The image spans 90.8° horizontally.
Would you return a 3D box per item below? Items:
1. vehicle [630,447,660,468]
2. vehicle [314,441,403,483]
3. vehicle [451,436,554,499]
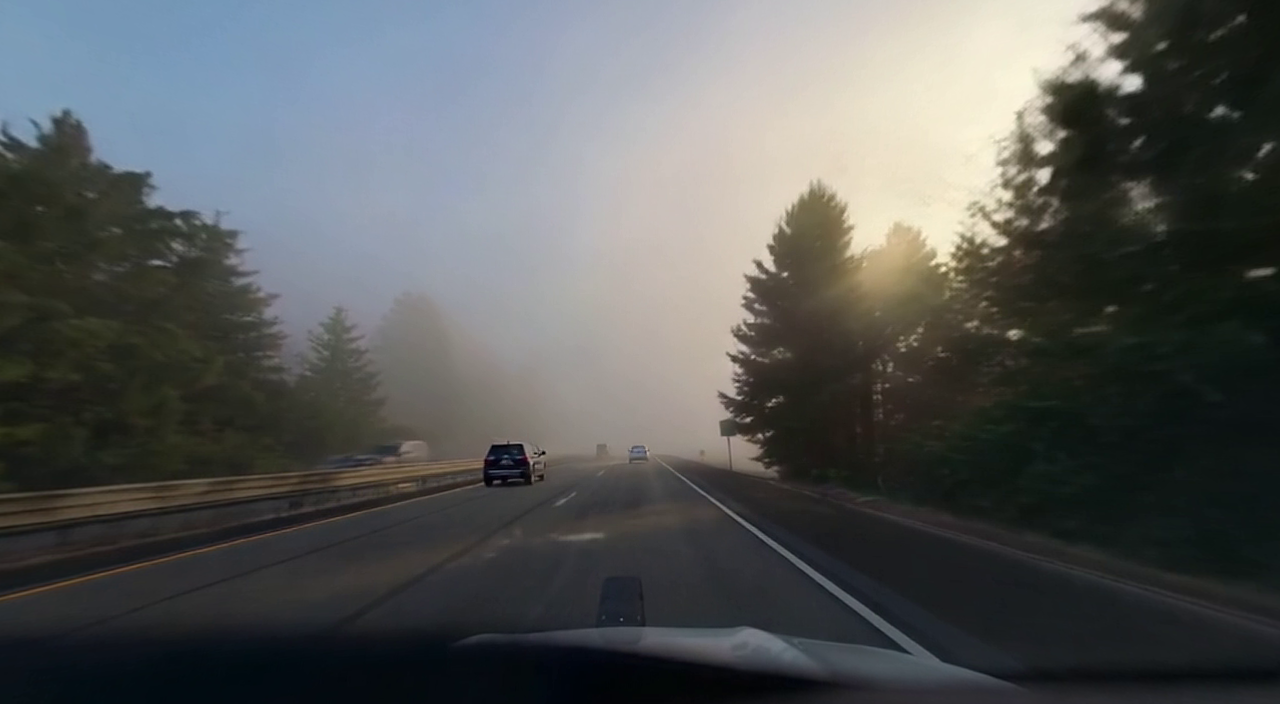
[{"bbox_3d":[0.304,7.586,45.556,2.046,1.452,4.407,0,-9,-1],"label":"vehicle"},{"bbox_3d":[-12.778,5.001,29.004,2.002,1.734,4.429,0,-9,1],"label":"vehicle"},{"bbox_3d":[-3.958,3.404,19.031,2.100,1.667,4.223,0,-9,1],"label":"vehicle"}]
